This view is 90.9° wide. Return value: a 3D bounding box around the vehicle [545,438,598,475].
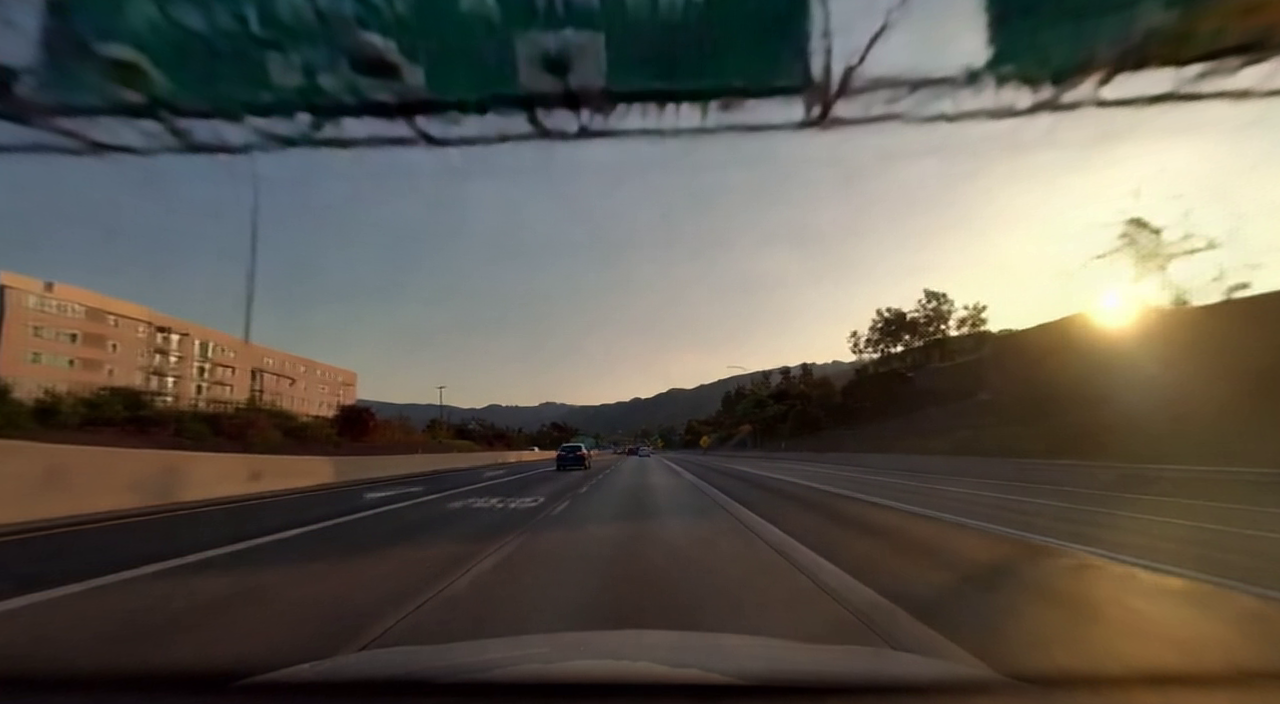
[{"bbox_3d":[-3.377,5.209,31.799,2.072,1.706,4.359,0,-8,2],"label":"vehicle"}]
